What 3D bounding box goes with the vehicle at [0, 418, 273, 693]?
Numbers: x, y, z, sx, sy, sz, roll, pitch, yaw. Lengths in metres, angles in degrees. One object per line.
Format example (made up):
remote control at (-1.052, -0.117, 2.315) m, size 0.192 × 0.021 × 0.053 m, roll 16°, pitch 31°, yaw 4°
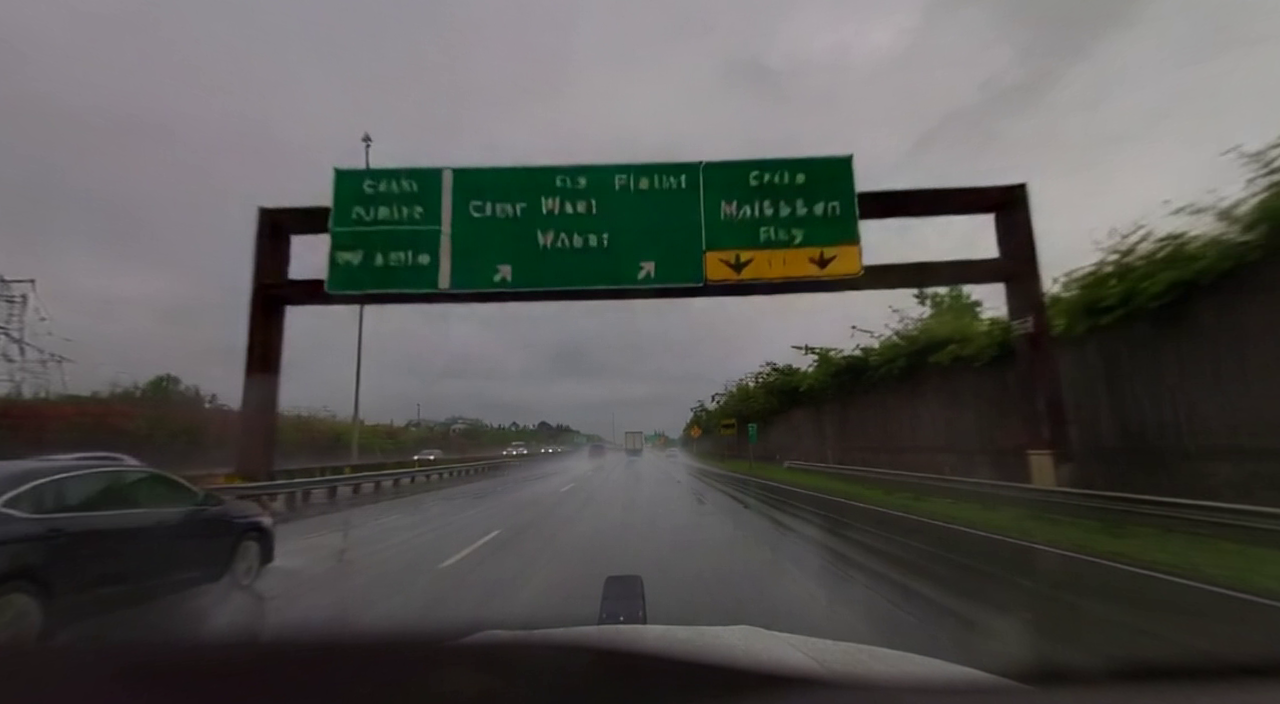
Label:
vehicle at (-4.478, 1.121, 3.526) m, size 2.016 × 1.470 × 4.691 m, roll 0°, pitch -9°, yaw 0°
